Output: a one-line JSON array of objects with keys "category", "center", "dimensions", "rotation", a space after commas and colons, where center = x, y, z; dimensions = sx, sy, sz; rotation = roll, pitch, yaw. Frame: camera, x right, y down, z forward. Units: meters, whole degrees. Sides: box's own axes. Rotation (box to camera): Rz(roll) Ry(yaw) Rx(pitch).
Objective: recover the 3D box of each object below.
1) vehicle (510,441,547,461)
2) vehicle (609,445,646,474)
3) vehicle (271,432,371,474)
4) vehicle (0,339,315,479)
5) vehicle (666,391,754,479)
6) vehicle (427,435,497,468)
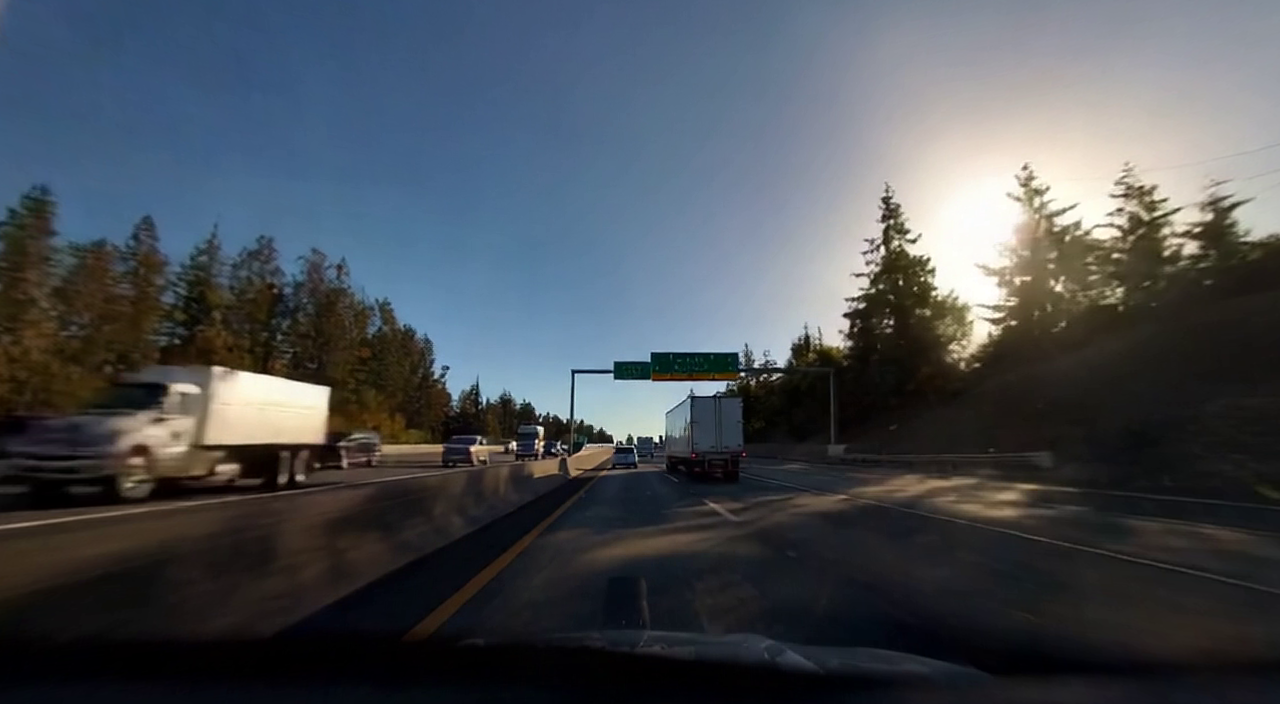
[{"category": "vehicle", "center": [-8.510, 7.599, 48.457], "dimensions": [2.139, 1.476, 4.214], "rotation": [0, -9, -1]}, {"category": "vehicle", "center": [-0.754, 6.452, 38.044], "dimensions": [2.111, 1.599, 3.859], "rotation": [0, -9, -1]}, {"category": "vehicle", "center": [-12.023, 3.846, 24.045], "dimensions": [1.902, 1.450, 3.714], "rotation": [0, -9, -1]}, {"category": "vehicle", "center": [-7.776, 1.065, 10.558], "dimensions": [2.073, 1.806, 4.773], "rotation": [0, -8, 0]}, {"category": "vehicle", "center": [3.481, 4.788, 35.434], "dimensions": [2.931, 4.009, 12.800], "rotation": [0, -9, -2]}, {"category": "vehicle", "center": [-8.503, 4.825, 30.523], "dimensions": [2.013, 1.451, 4.635], "rotation": [0, -9, 0]}]
